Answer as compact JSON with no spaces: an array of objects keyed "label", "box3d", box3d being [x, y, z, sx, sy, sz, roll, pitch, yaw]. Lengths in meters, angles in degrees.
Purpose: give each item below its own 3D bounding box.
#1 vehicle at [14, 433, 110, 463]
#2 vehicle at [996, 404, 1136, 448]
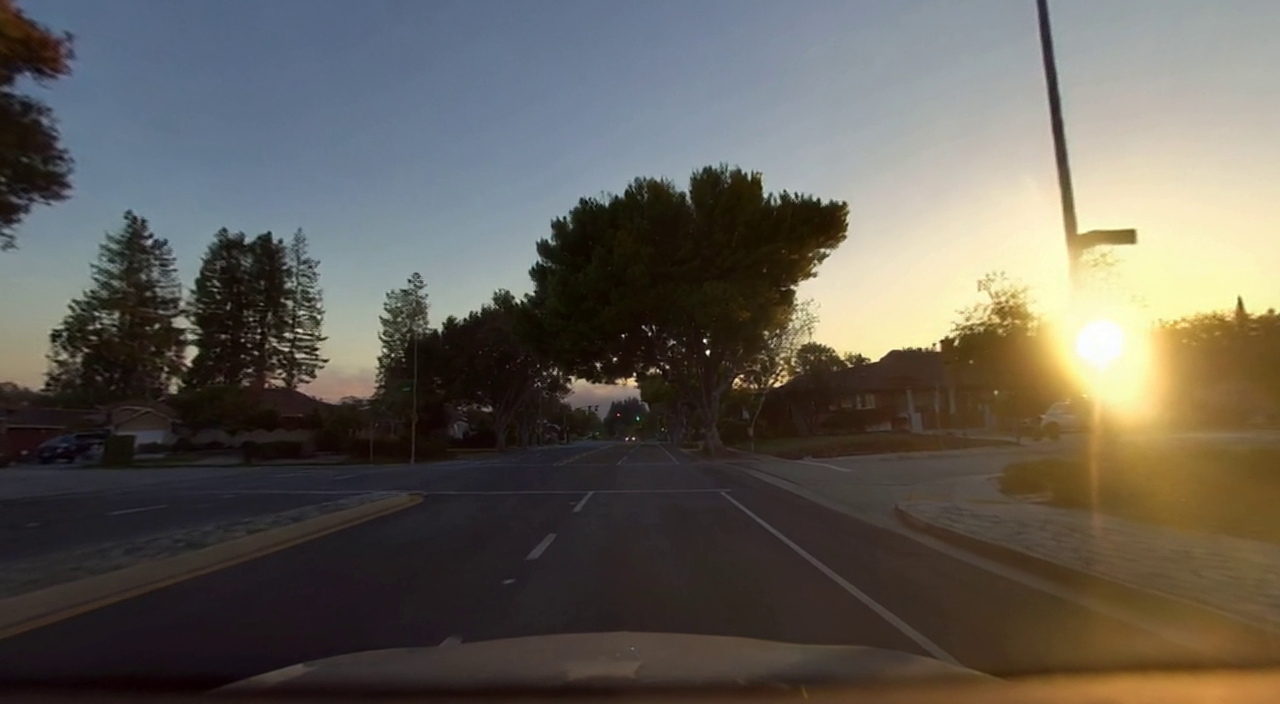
[{"label":"vehicle","box3d":[-30.045,5.007,33.020,1.991,1.435,4.421,3,-9,-19]},{"label":"vehicle","box3d":[18.812,3.308,28.093,4.698,1.583,2.081,2,-11,1]}]
